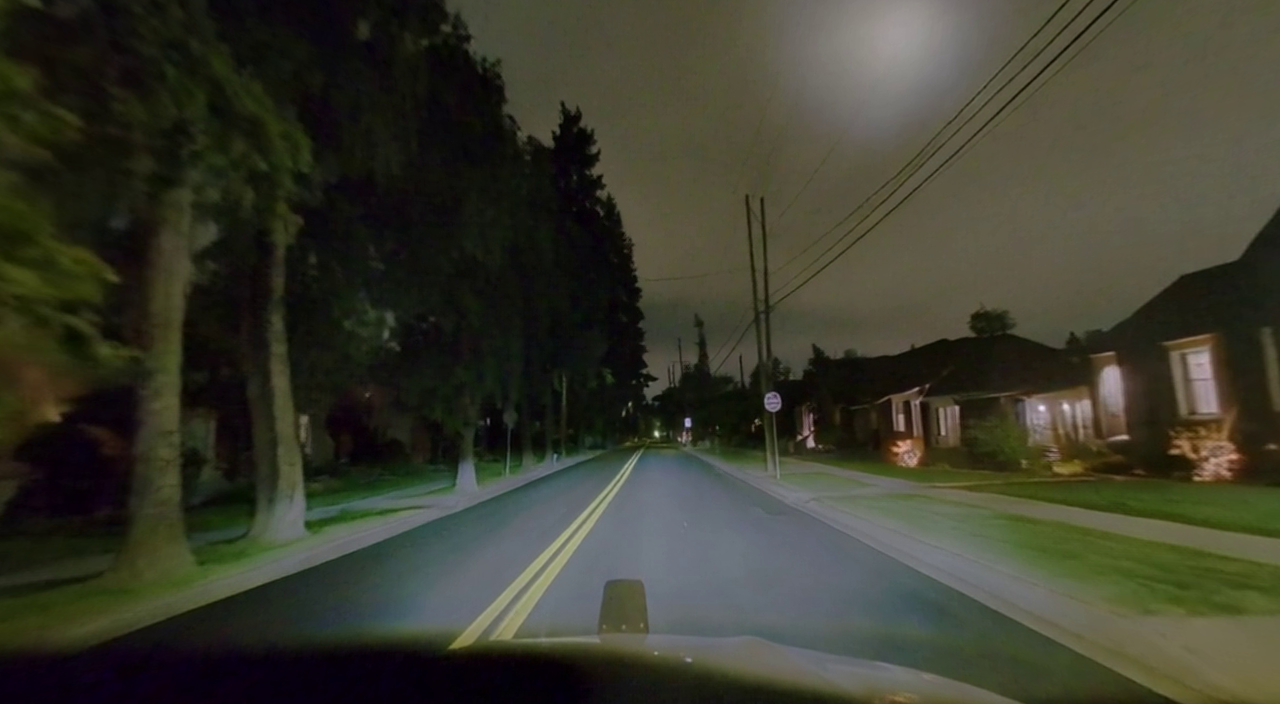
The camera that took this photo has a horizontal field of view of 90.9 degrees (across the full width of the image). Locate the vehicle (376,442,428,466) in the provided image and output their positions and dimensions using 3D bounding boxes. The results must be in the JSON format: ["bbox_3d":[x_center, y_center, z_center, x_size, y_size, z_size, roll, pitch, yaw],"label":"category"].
[{"bbox_3d":[-16.691,7.123,44.357,1.903,1.500,4.214,-2,-8,2],"label":"vehicle"}]

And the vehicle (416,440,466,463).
[{"bbox_3d":[-13.836,6.936,44.142,1.830,1.495,4.641,0,-9,2],"label":"vehicle"}]
